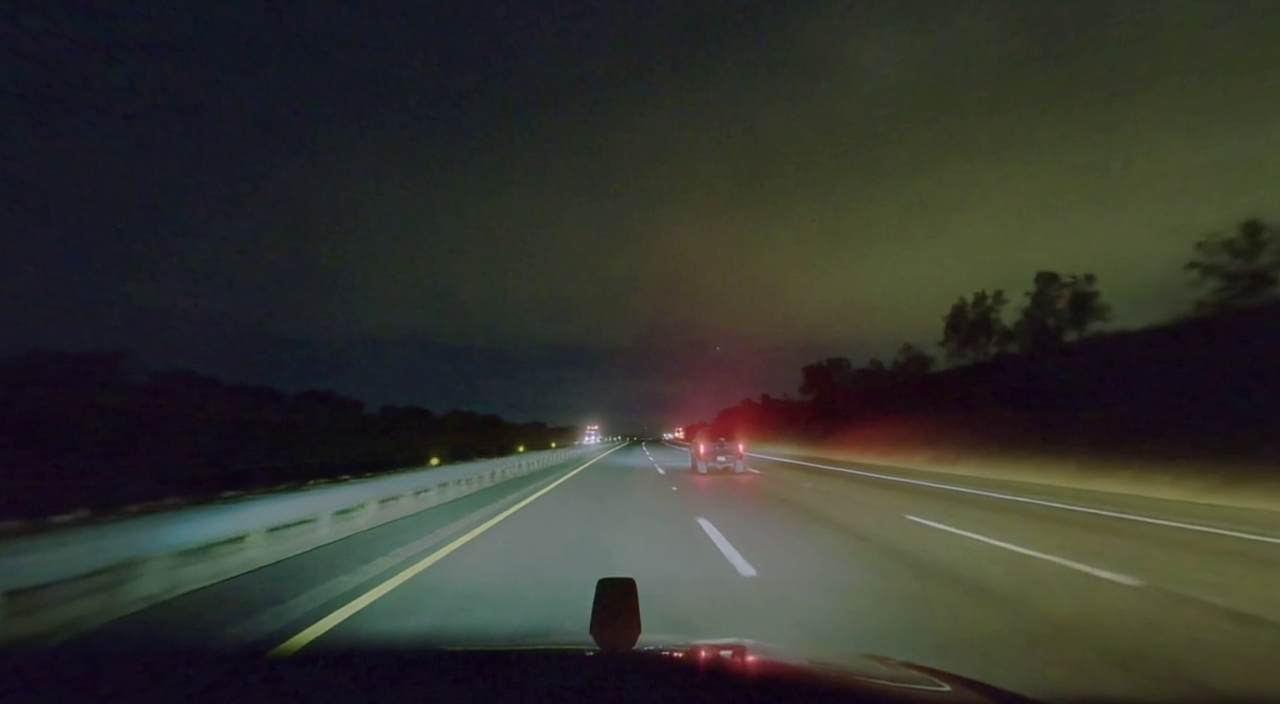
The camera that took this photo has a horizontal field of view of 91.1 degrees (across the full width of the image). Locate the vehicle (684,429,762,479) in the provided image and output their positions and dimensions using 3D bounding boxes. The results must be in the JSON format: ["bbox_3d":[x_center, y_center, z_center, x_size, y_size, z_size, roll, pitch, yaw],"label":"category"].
[{"bbox_3d":[2.817,3.599,22.450,2.084,1.583,4.420,0,-8,-1],"label":"vehicle"}]
